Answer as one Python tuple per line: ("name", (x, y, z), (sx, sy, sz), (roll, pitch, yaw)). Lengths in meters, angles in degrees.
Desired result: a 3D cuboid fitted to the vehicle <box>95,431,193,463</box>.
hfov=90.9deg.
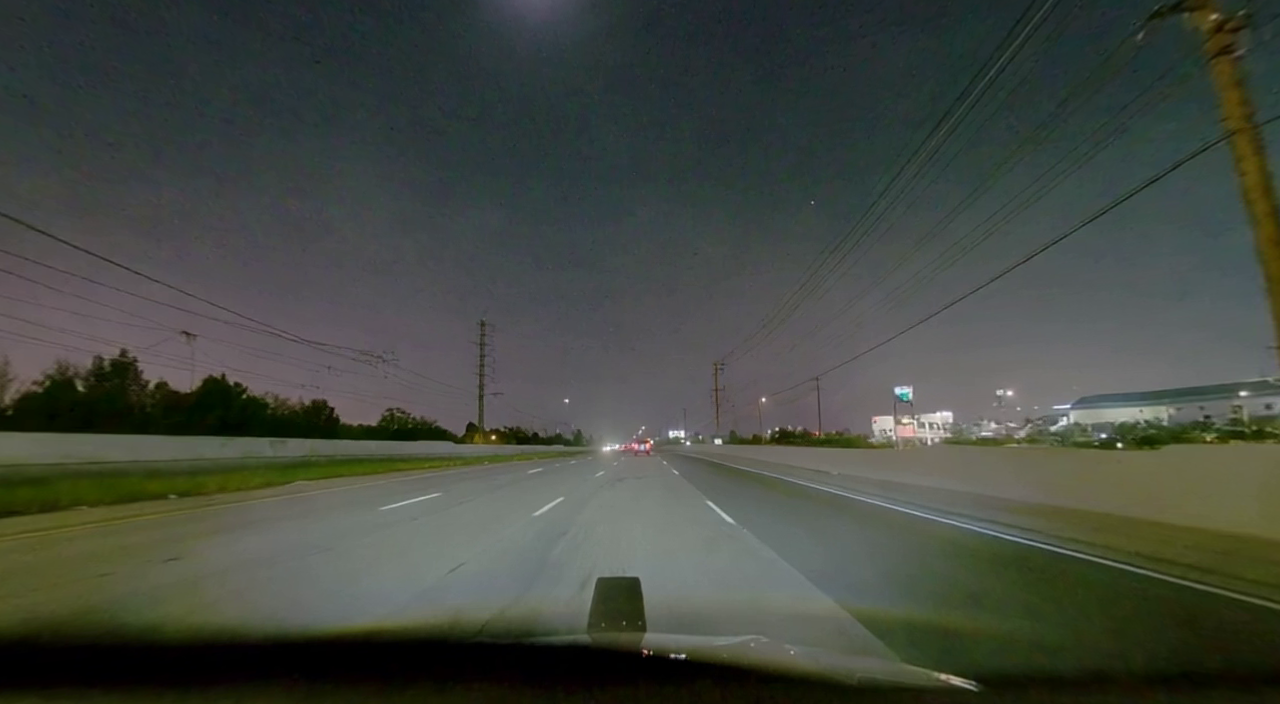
("vehicle", (-30.464, 5.865, 38.966), (2.056, 1.823, 4.811), (0, -8, 0))
